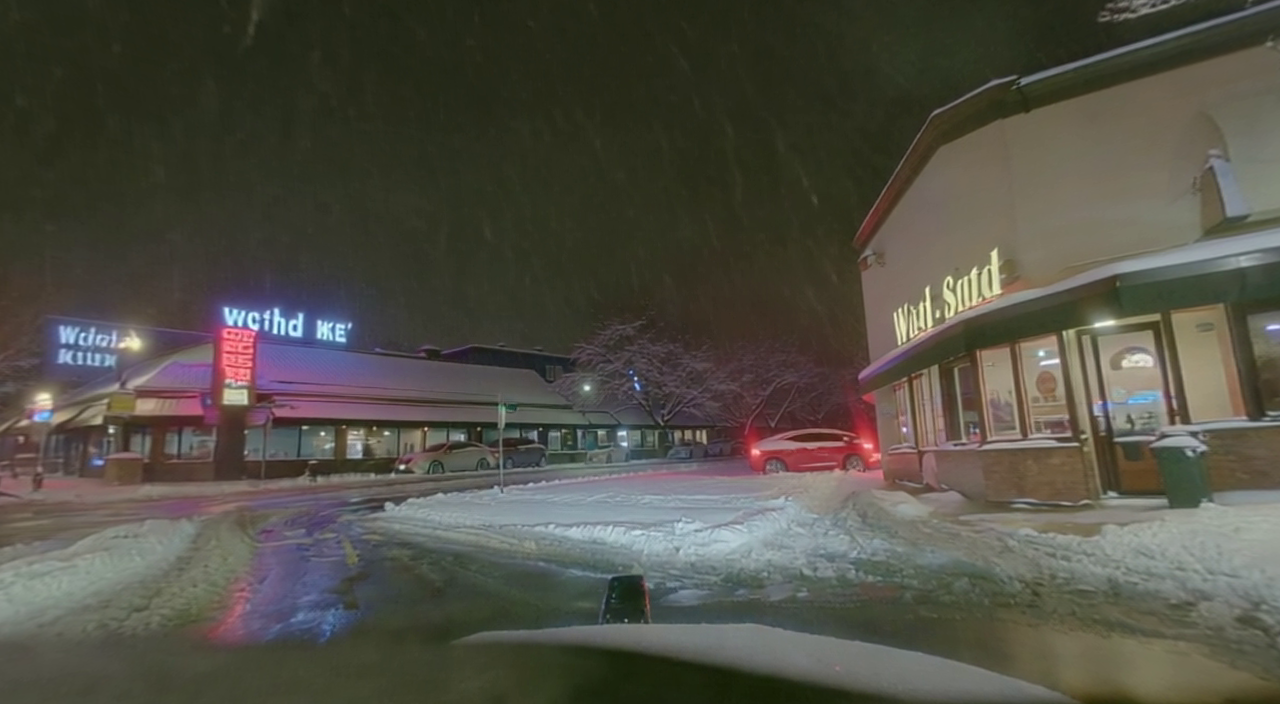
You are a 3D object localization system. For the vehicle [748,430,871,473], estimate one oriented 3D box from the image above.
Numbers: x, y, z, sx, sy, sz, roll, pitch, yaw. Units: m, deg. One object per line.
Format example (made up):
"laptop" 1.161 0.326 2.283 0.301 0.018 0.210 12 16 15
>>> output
"vehicle" 7.174 4.206 26.781 4.706 1.663 1.993 -4 -9 25

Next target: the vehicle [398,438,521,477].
"vehicle" -7.866 4.615 27.656 4.814 1.618 1.869 -2 -9 11
